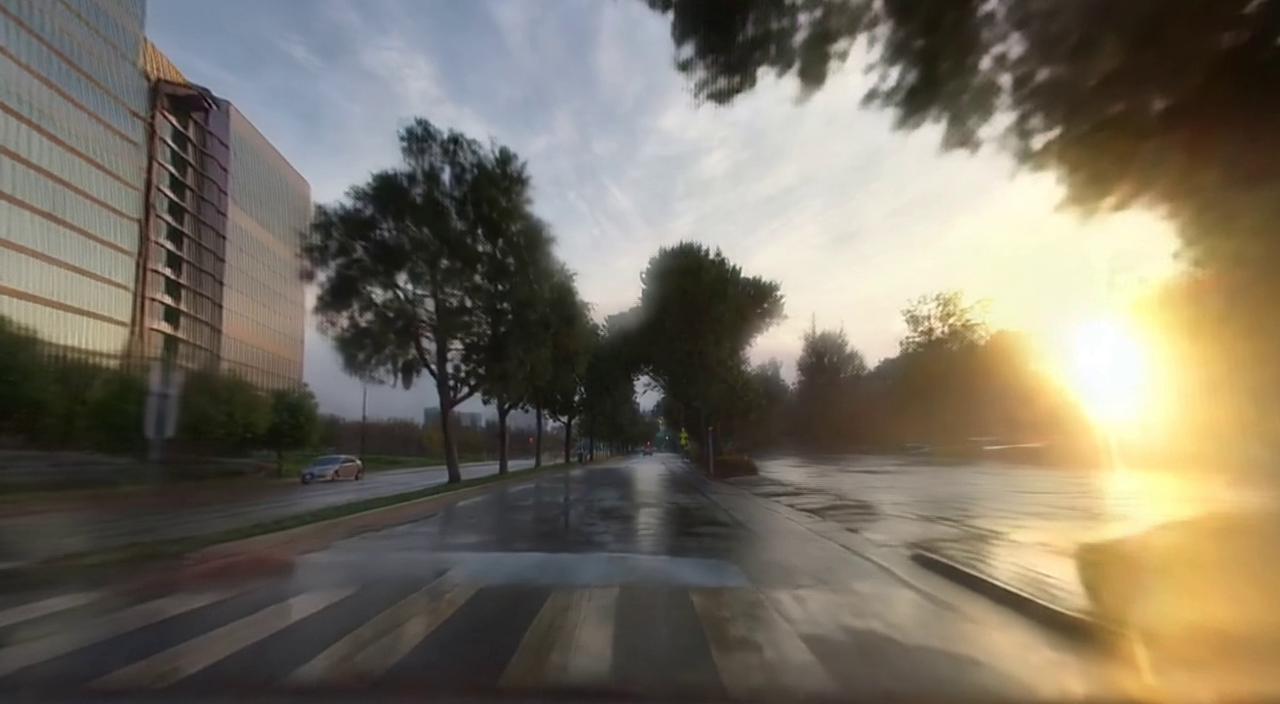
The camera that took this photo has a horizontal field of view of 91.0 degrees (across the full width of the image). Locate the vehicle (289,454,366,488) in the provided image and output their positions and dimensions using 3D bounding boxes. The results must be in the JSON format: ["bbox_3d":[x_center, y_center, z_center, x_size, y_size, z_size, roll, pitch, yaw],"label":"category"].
[{"bbox_3d":[-16.611,6.328,33.755,1.807,1.570,4.557,-2,-9,0],"label":"vehicle"}]
